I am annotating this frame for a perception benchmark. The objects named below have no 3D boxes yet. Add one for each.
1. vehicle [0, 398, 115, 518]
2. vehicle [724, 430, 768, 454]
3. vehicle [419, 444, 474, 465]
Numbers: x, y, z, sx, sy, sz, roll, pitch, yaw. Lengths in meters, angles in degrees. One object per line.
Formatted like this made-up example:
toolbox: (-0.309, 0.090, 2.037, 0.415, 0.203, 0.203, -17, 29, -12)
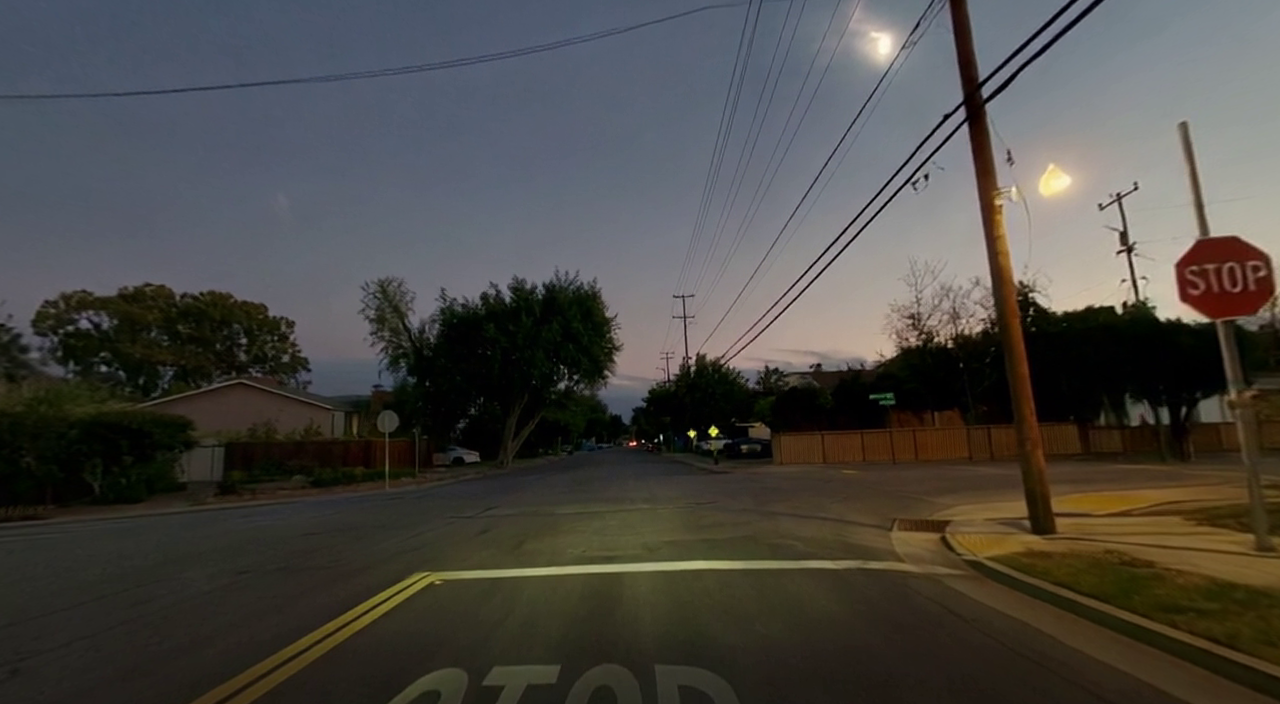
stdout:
vehicle: (-19.863, 3.306, 19.510, 2.842, 3.181, 8.576, 5, -12, -22)
vehicle: (8.132, 7.001, 48.841, 1.998, 1.756, 4.395, 1, -9, -10)
vehicle: (-15.014, 7.962, 49.132, 3.652, 1.553, 1.701, -1, -8, 4)
